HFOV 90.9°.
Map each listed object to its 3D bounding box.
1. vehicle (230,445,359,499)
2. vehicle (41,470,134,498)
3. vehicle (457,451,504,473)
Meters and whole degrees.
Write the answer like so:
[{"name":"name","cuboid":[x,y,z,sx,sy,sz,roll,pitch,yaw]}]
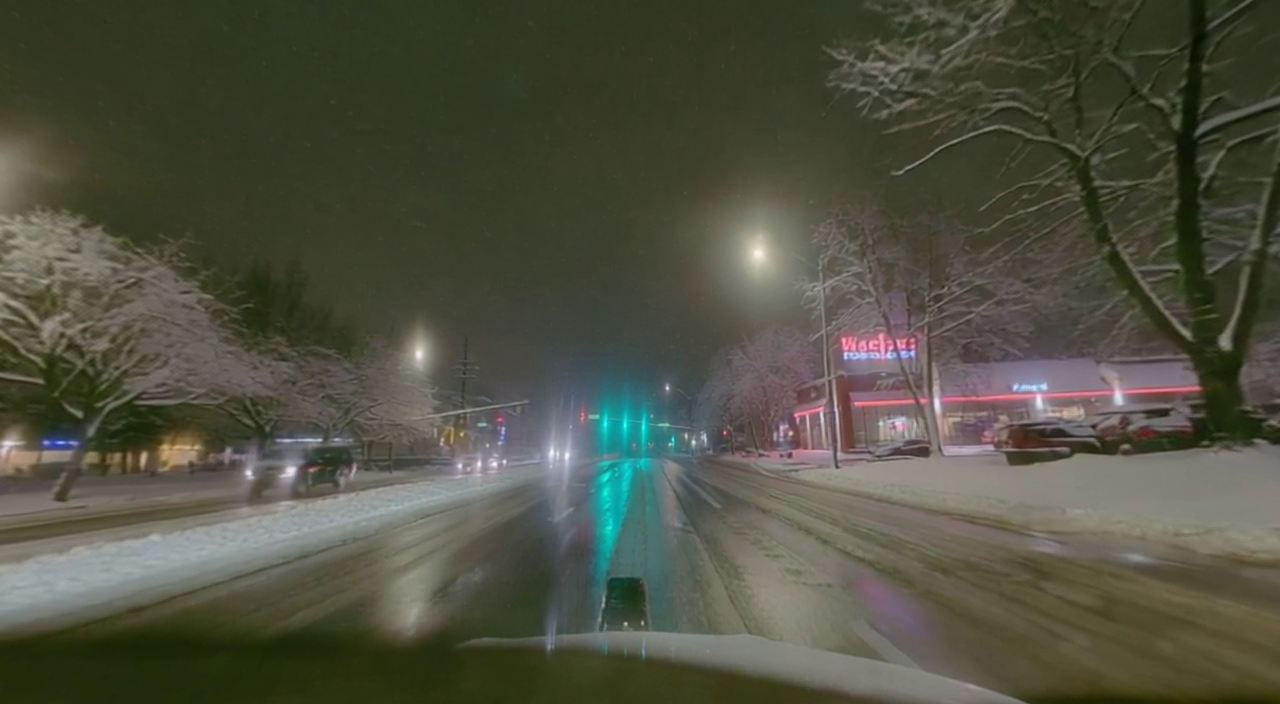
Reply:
[{"name":"vehicle","cuboid":[-14.731,5.080,27.394,2.315,1.998,5.808,-2,-8,0]},{"name":"vehicle","cuboid":[-31.635,7.551,36.187,3.590,1.441,1.605,2,-9,-15]},{"name":"vehicle","cuboid":[-11.383,7.862,45.237,2.241,1.455,4.343,0,-8,0]}]
